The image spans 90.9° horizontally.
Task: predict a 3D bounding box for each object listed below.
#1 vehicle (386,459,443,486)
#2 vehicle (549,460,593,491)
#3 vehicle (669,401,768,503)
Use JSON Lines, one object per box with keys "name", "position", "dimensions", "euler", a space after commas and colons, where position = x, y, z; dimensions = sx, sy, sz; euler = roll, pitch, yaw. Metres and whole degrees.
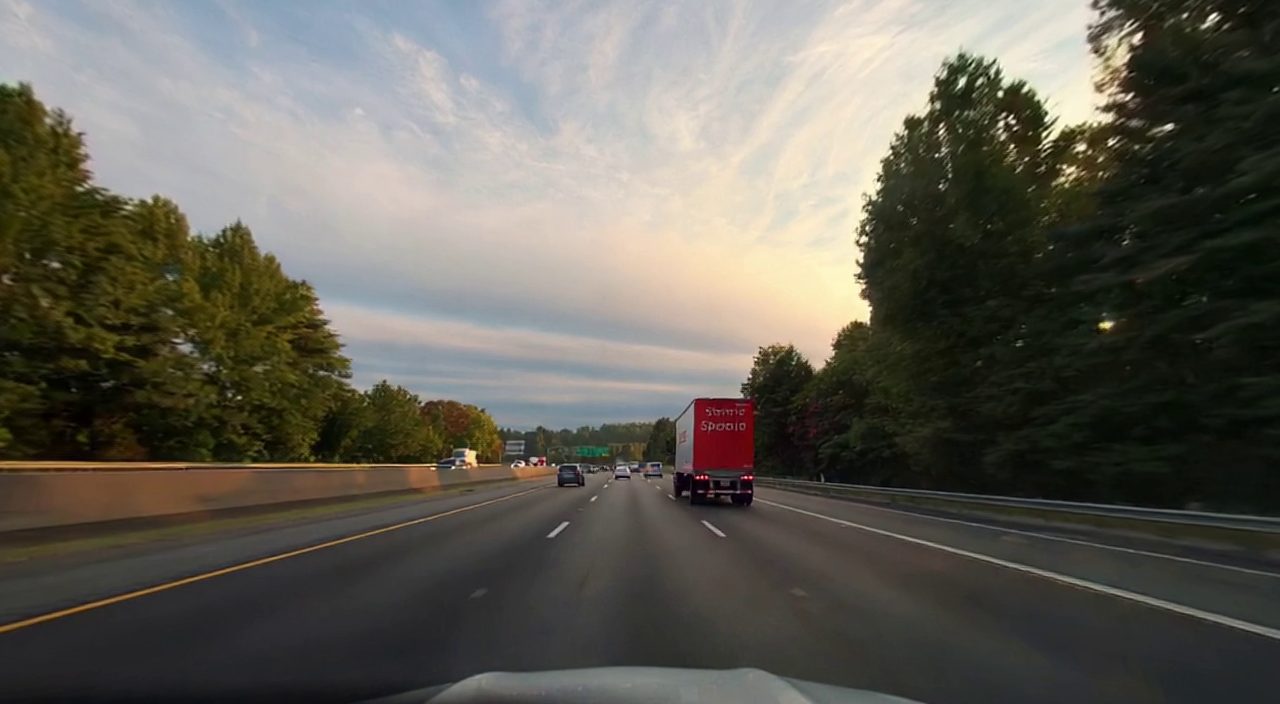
{"name": "vehicle", "position": [-13.274, 7.139, 37.335], "dimensions": [1.822, 1.472, 4.364], "euler": [1, -10, -1]}
{"name": "vehicle", "position": [-4.052, 7.351, 37.715], "dimensions": [2.155, 1.667, 4.615], "euler": [1, -10, -1]}
{"name": "vehicle", "position": [3.652, 5.510, 33.883], "dimensions": [2.992, 4.300, 13.967], "euler": [1, -10, -2]}
